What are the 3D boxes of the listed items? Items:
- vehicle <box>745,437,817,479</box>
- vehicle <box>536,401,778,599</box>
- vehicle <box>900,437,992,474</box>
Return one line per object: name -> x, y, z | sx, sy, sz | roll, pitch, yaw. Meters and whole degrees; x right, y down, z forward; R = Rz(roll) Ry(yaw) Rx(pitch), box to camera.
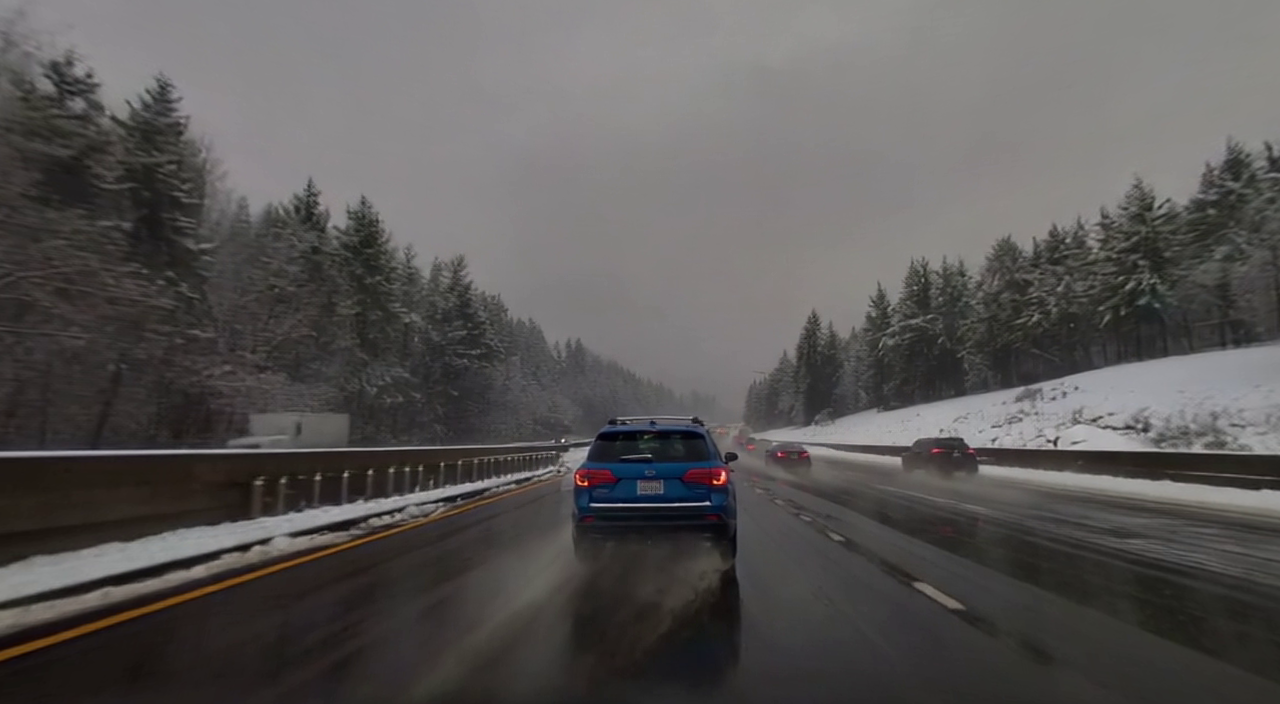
vehicle -> 5.300, 4.026, 24.218 | 1.962, 1.442, 4.536 | -1, -8, 3
vehicle -> 0.269, 1.533, 7.388 | 2.021, 1.635, 4.085 | -1, -8, 4
vehicle -> 13.189, 4.472, 27.467 | 1.990, 1.478, 4.475 | -1, -8, 4
